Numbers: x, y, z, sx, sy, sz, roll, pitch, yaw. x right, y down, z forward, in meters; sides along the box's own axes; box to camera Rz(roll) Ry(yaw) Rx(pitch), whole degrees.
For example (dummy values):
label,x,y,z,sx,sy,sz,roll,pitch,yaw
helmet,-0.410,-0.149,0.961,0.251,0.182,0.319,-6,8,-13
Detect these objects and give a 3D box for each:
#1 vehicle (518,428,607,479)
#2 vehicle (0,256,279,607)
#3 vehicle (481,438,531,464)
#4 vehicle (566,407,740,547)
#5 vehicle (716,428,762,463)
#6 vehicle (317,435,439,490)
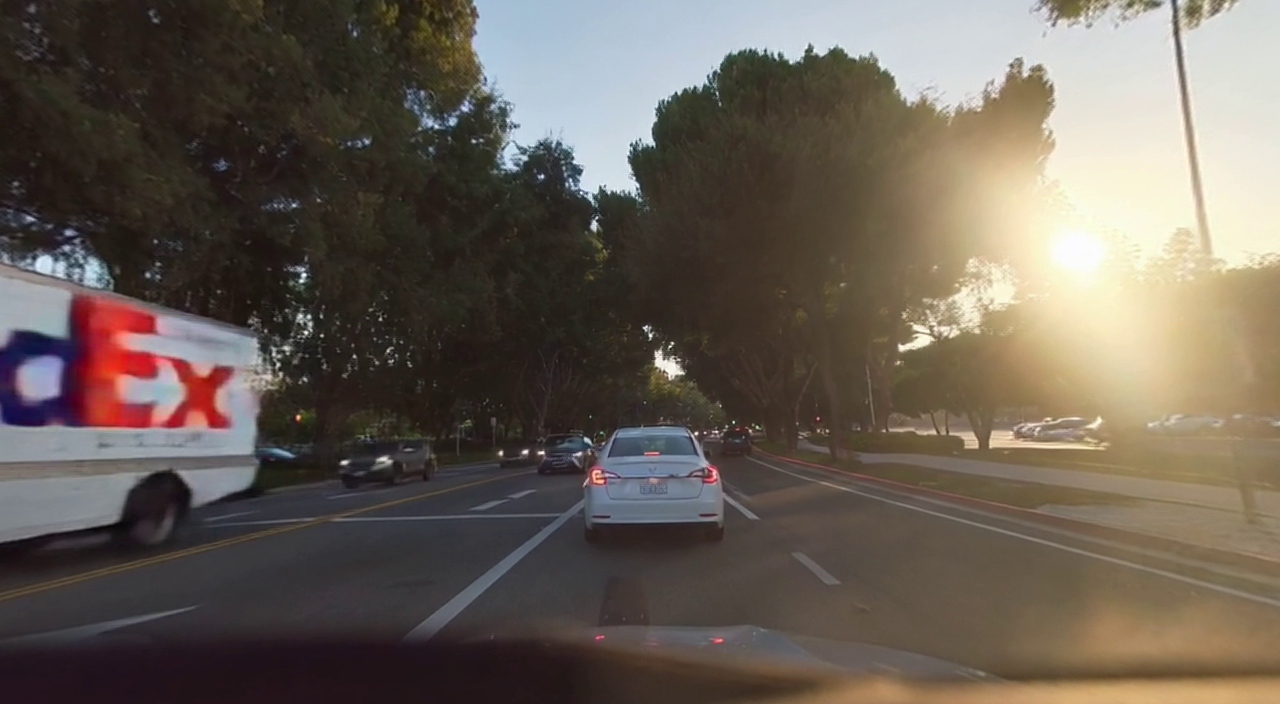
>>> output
label,x,y,z,sx,sy,sz,roll,pitch,yaw
vehicle,-2.837,3.899,24.487,2.057,1.786,4.725,-2,-8,11
vehicle,-7.612,0.698,5.557,2.961,3.316,9.483,-1,-8,2
vehicle,-9.077,6.752,43.168,2.005,1.701,4.355,-1,-8,7
vehicle,0.181,1.851,9.960,2.154,1.710,4.128,0,-8,1
vehicle,5.503,5.265,35.625,2.155,1.786,4.459,-1,-8,3
vehicle,-9.429,3.999,23.259,2.039,1.769,4.911,-1,-8,5
